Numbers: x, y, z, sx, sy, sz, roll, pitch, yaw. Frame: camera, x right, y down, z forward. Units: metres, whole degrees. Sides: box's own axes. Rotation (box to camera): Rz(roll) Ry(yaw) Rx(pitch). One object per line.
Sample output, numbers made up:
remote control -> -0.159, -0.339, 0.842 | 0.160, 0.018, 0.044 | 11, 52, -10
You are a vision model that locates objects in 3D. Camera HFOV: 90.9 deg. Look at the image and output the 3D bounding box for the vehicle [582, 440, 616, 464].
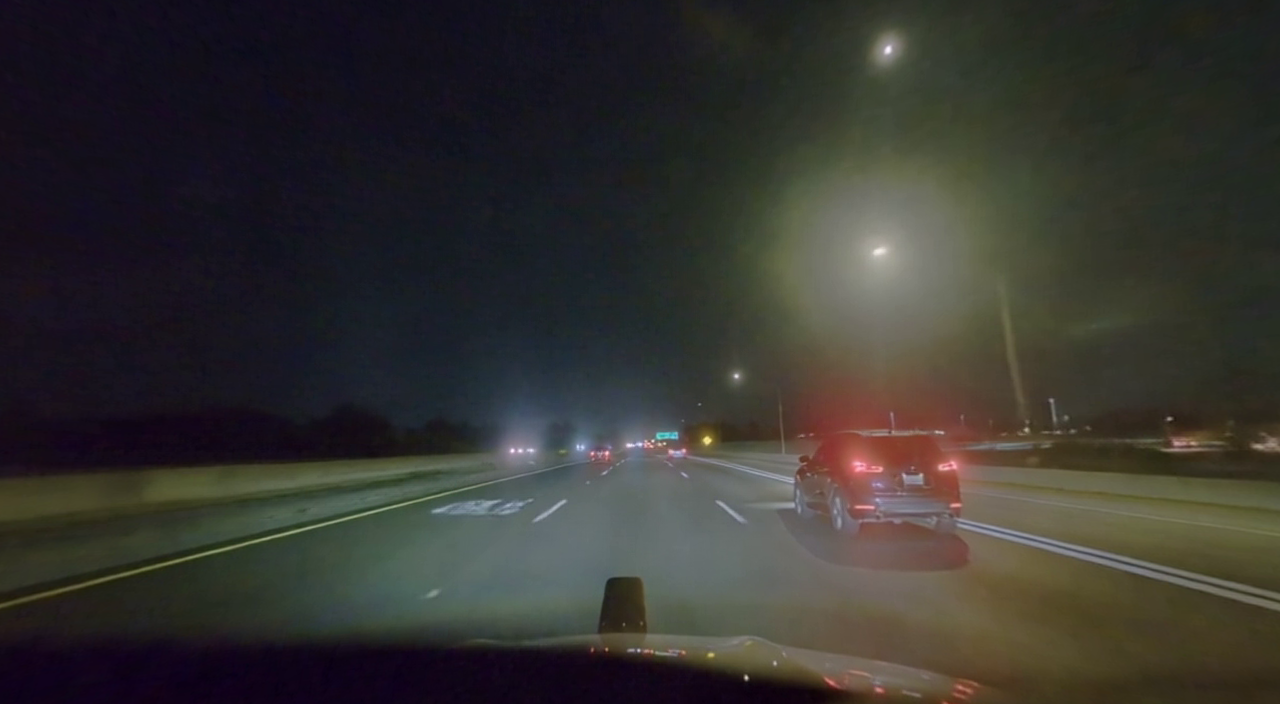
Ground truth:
vehicle -> -3.067, 7.575, 47.860 | 2.319, 1.738, 4.355 | 0, -8, 0
